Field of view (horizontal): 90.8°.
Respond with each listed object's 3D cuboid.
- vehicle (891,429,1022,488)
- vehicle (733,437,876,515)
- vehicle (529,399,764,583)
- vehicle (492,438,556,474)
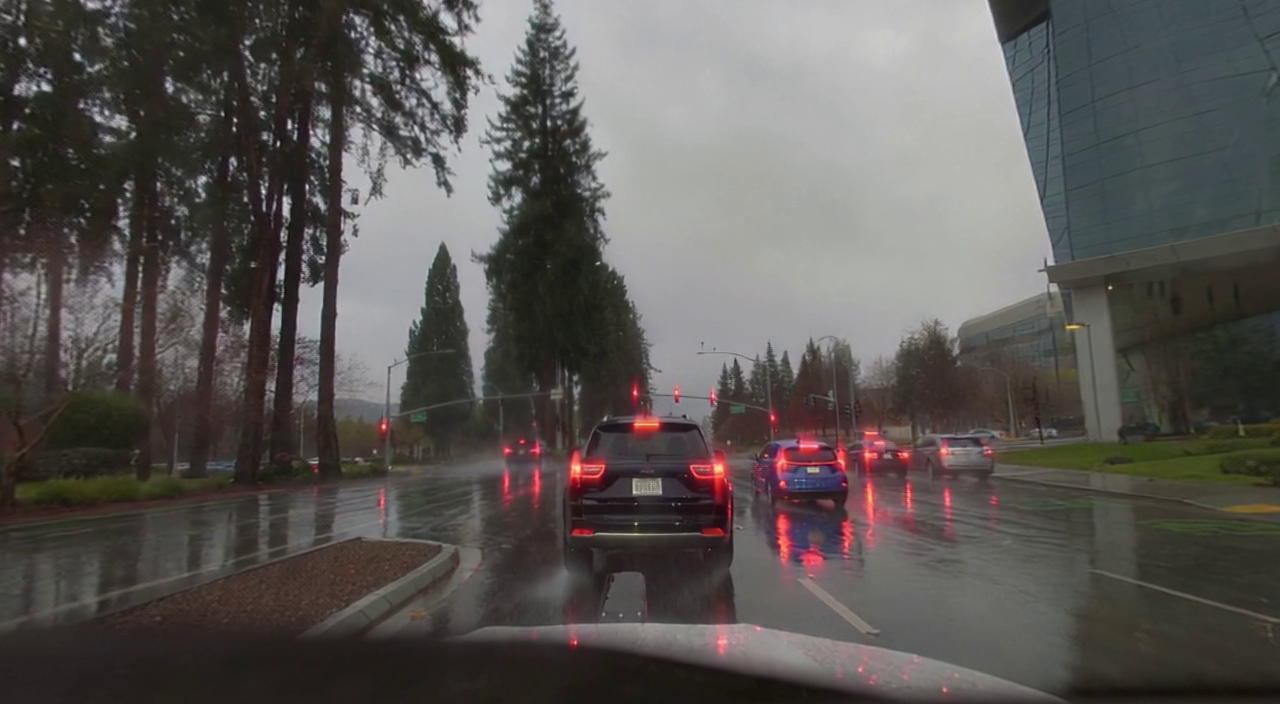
[{"bbox_3d":[10.840,3.693,22.137,2.123,1.812,4.553,0,-9,-1],"label":"vehicle"},{"bbox_3d":[3.485,2.704,14.338,1.997,1.471,4.321,0,-9,-1],"label":"vehicle"},{"bbox_3d":[0.055,1.657,8.269,2.266,1.762,4.131,0,-9,0],"label":"vehicle"},{"bbox_3d":[-6.330,5.768,35.225,2.555,1.819,5.145,0,-9,0],"label":"vehicle"}]
